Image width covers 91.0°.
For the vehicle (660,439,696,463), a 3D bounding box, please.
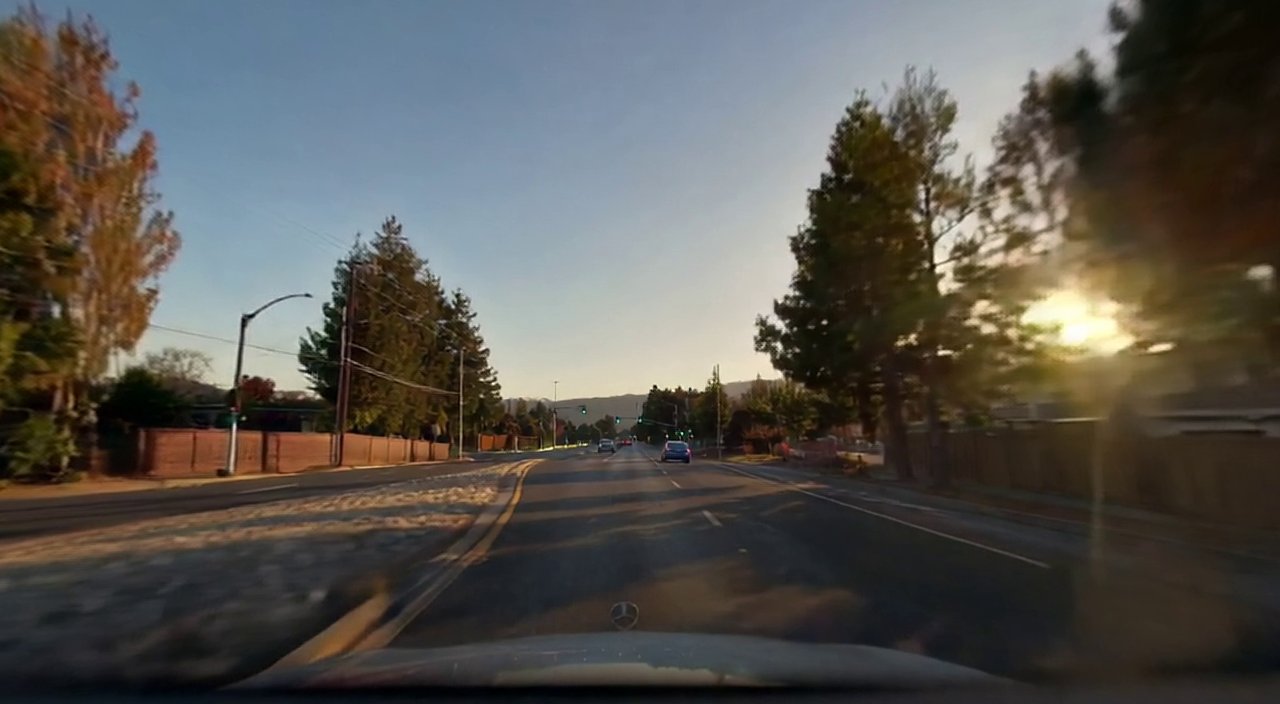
[{"bbox_3d":[2.489,6.632,42.233,2.105,1.490,4.008,0,-8,-1],"label":"vehicle"}]
